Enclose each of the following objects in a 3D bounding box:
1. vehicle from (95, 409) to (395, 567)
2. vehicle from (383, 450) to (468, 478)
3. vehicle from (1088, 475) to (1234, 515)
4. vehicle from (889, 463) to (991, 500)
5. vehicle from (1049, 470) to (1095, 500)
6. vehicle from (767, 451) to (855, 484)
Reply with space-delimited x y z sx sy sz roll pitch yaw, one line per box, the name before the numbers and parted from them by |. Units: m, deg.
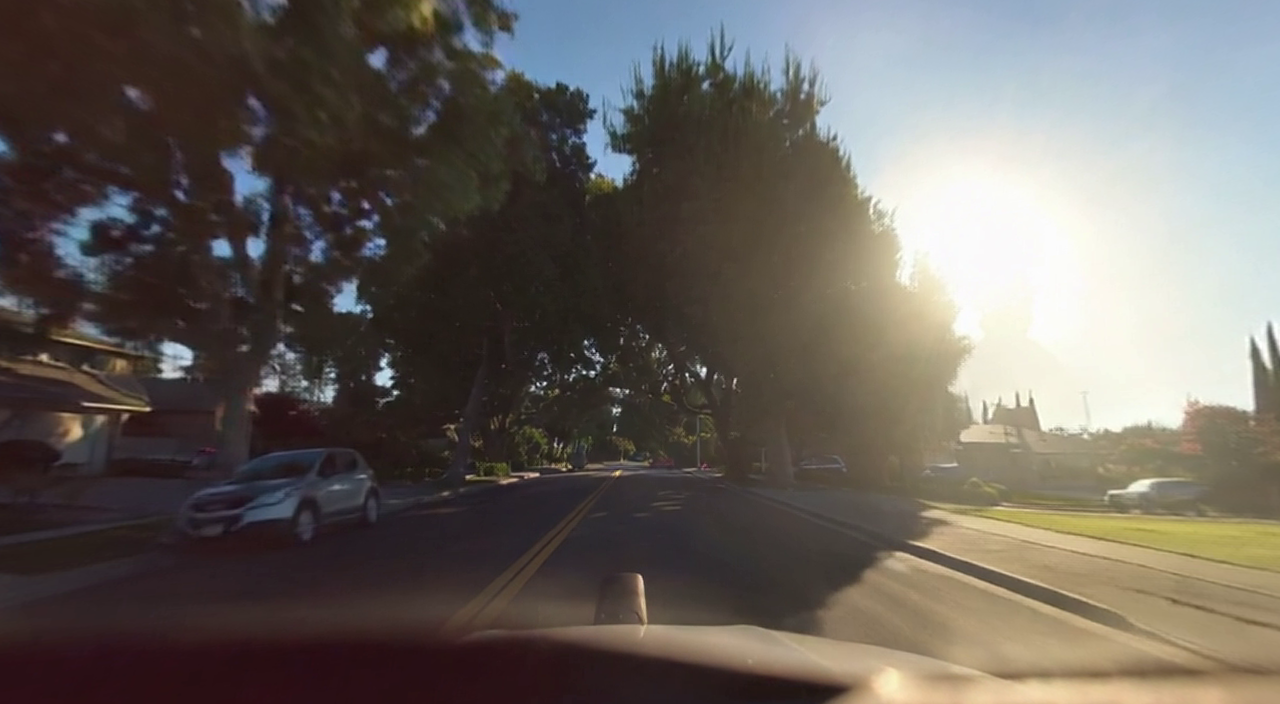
vehicle | -5.905 2.225 10.297 1.924 1.765 4.542 -7 -13 0
vehicle | -15.637 8.083 45.860 6.072 1.882 2.277 -5 -10 29
vehicle | 21.672 5.958 26.524 4.337 1.453 1.814 -6 -11 29
vehicle | 14.483 6.198 30.510 4.231 1.493 1.941 -4 -10 29
vehicle | 26.999 8.284 39.514 1.916 1.620 3.519 -4 -9 28
vehicle | 10.877 7.350 40.225 4.854 1.771 2.123 -9 -11 28
